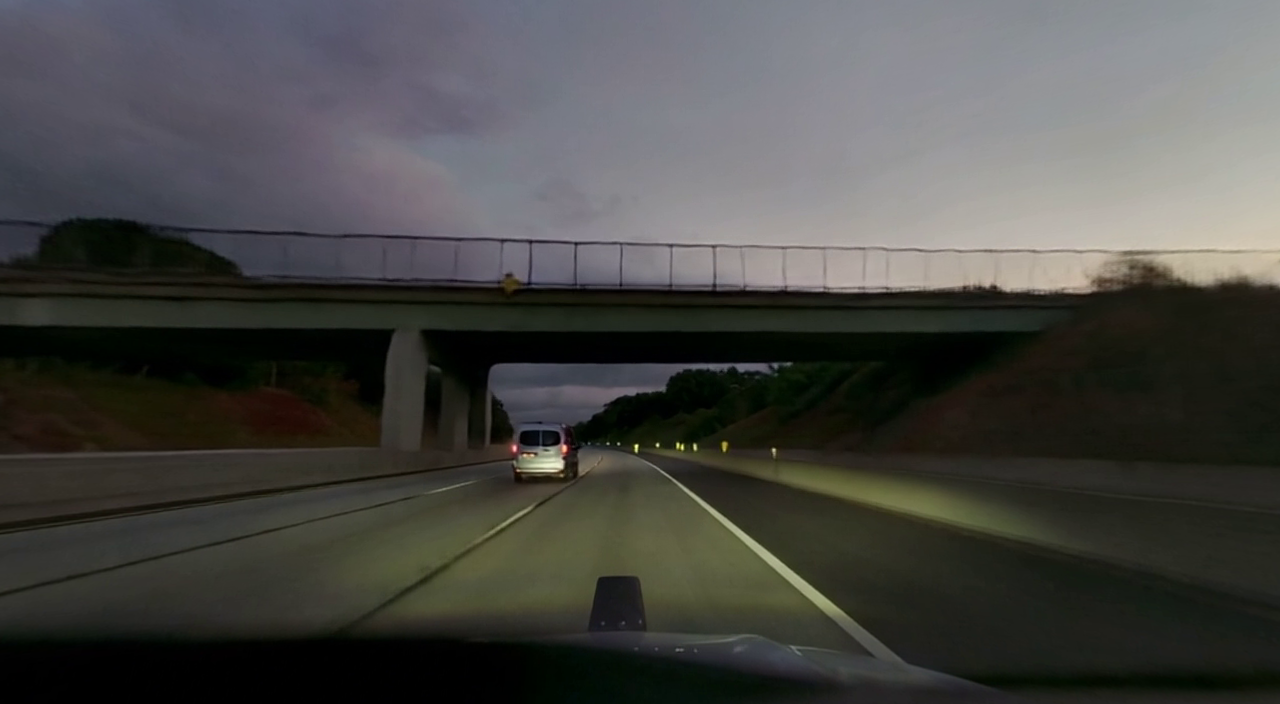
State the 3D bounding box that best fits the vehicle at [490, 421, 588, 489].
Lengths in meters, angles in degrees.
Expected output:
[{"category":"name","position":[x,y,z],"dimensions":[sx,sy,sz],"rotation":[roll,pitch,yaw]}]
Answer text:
[{"category":"vehicle","position":[-3.089,3.308,20.492],"dimensions":[2.372,1.891,5.061],"rotation":[0,-8,0]}]
